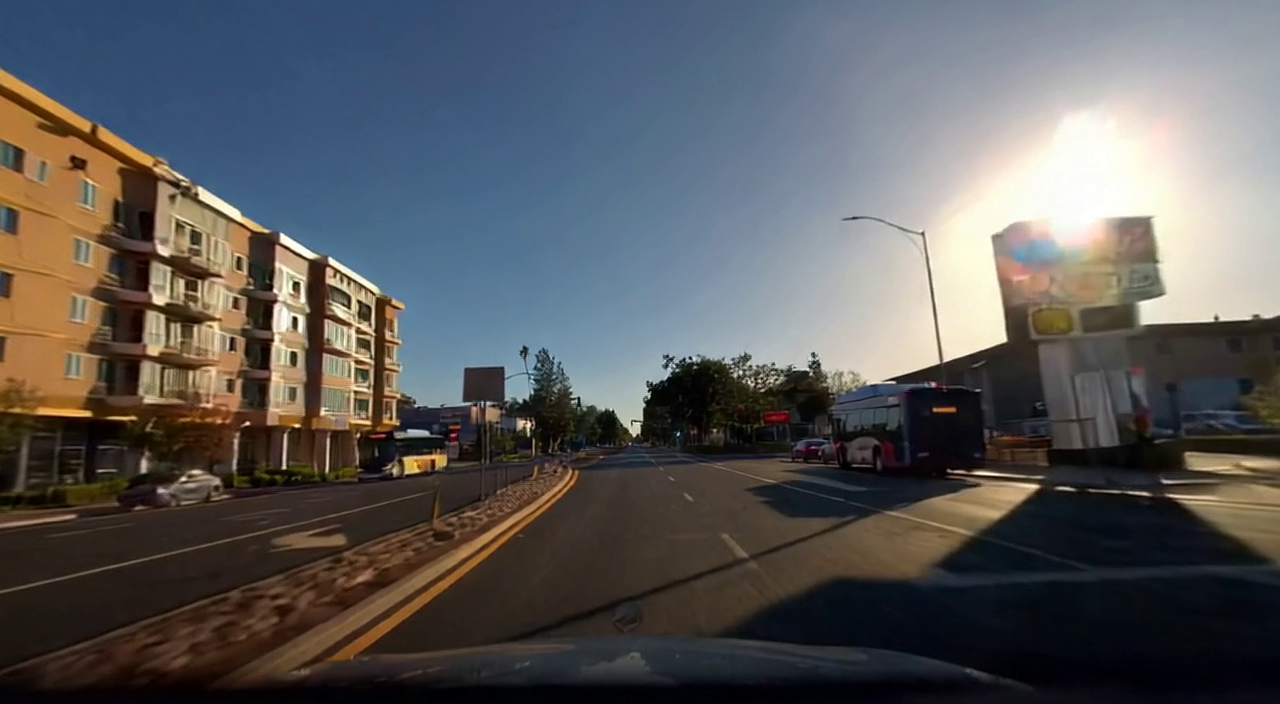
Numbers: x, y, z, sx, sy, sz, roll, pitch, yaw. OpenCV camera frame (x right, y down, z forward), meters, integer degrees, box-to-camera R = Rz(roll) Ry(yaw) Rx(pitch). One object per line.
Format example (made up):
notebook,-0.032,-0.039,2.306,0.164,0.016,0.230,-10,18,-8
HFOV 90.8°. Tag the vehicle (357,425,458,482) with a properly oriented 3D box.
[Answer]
vehicle,-15.346,6.831,42.846,3.179,3.378,9.825,0,-8,0

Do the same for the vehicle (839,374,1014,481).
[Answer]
vehicle,9.773,2.788,22.696,2.923,3.249,6.993,0,-8,0

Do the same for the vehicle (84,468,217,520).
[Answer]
vehicle,-19.581,5.655,25.585,1.984,1.578,4.507,-4,-8,-2

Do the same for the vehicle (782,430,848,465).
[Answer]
vehicle,9.689,5.350,35.466,2.147,1.781,5.063,0,-8,-1
